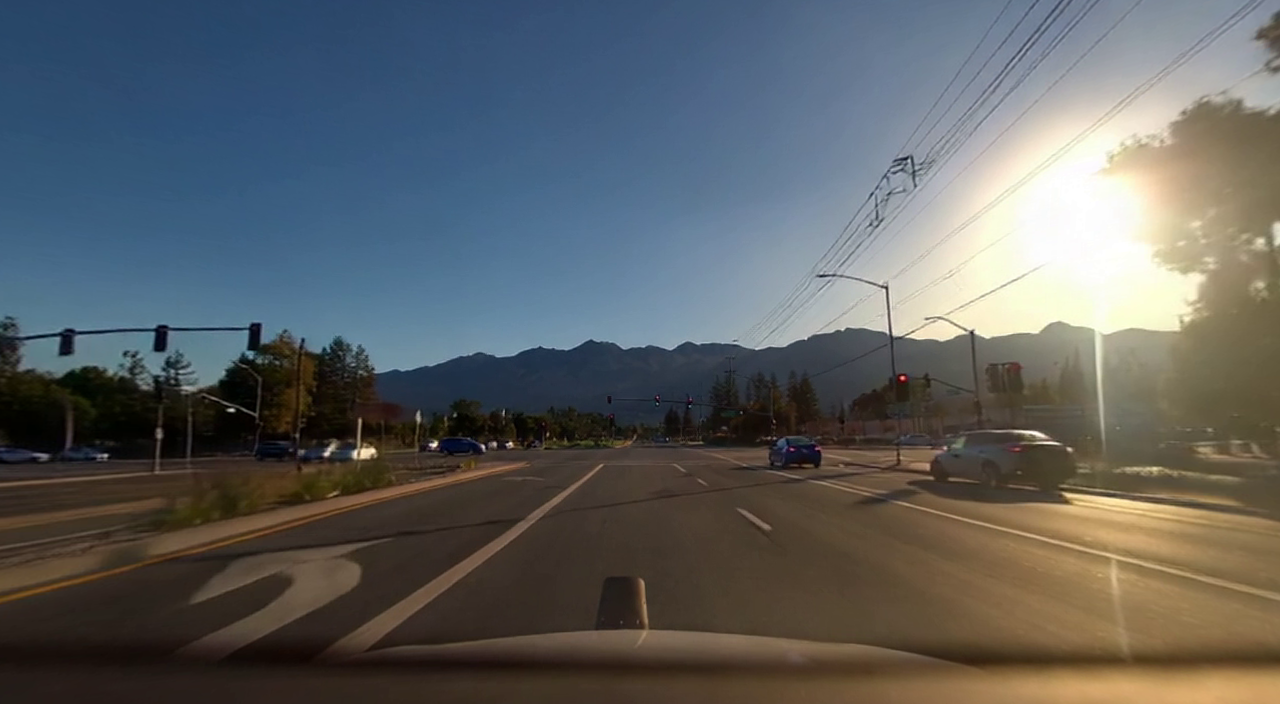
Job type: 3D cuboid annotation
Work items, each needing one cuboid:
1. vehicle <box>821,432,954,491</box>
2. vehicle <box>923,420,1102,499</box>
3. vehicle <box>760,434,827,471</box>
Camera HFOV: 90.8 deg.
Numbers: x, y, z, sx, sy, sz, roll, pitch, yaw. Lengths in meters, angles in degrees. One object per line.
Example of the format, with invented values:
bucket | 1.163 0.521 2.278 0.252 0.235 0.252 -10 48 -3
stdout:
vehicle | 6.963 3.135 18.407 1.990 1.480 4.624 0 -8 0
vehicle | 9.582 2.806 16.824 1.977 1.773 4.646 0 -8 1
vehicle | 6.944 4.584 29.030 1.899 1.570 4.666 0 -8 0
